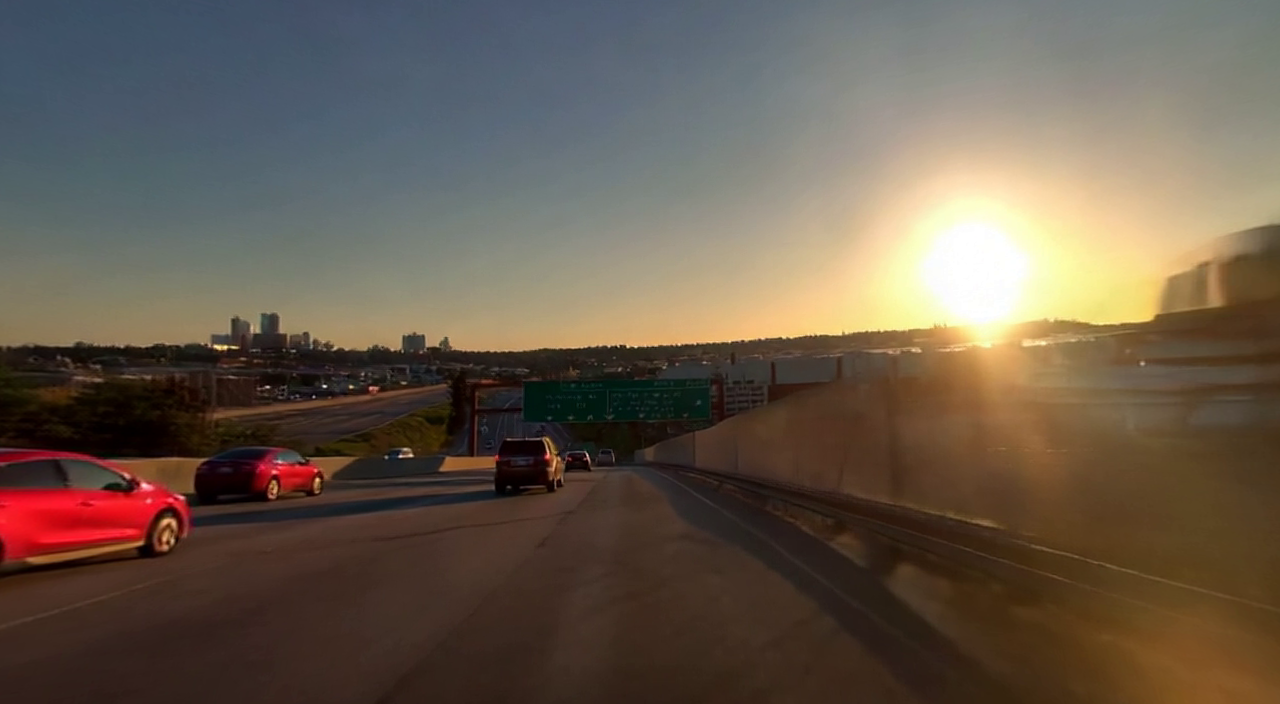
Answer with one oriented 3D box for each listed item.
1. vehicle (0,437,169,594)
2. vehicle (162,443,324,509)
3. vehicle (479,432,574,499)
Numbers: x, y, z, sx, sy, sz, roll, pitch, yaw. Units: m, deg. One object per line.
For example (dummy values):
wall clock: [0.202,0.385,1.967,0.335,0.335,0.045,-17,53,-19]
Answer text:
vehicle: [-7.112,1.654,6.555,1.796,1.509,3.393,0,-9,-1]
vehicle: [-11.380,3.546,18.555,1.919,1.665,4.394,0,-9,-1]
vehicle: [-3.704,3.822,21.717,2.301,1.985,5.247,0,-9,0]
